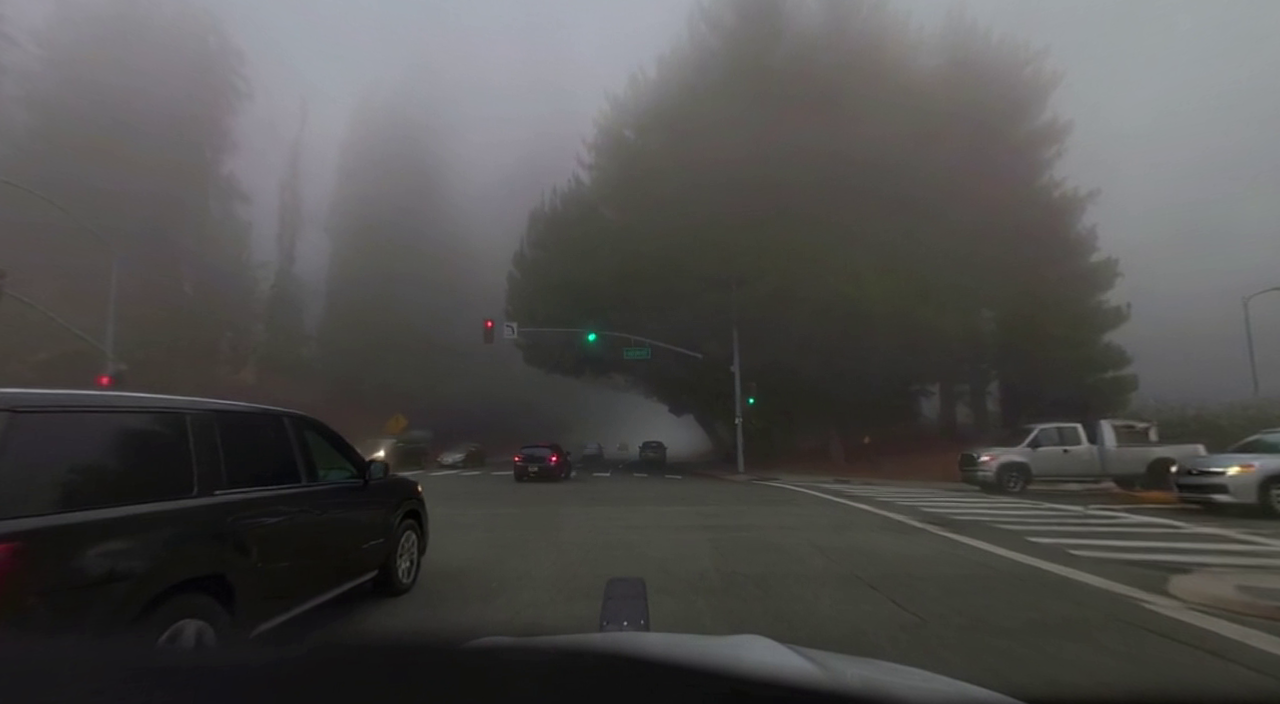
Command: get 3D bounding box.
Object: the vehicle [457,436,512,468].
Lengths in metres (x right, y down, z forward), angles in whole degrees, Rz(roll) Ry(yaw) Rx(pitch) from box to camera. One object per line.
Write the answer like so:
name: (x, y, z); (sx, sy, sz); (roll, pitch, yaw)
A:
vehicle: (-9.456, 6.148, 38.863); (2.064, 1.799, 5.191); (0, -8, 0)

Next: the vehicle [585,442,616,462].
vehicle: (-3.025, 7.761, 48.994); (2.013, 1.474, 4.393); (0, -8, 1)

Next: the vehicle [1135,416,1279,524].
vehicle: (11.710, 1.977, 10.871); (4.431, 1.663, 2.148); (0, -8, 1)

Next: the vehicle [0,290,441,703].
vehicle: (-3.082, 0.971, 3.805); (2.190, 1.766, 4.649); (0, -8, 0)

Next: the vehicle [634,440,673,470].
vehicle: (0.750, 6.146, 37.647); (2.163, 1.678, 3.846); (0, -8, 0)

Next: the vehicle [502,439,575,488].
vehicle: (-3.410, 3.797, 21.740); (1.960, 1.528, 3.490); (0, -8, -1)

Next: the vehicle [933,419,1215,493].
vehicle: (11.978, 2.911, 17.865); (5.990, 1.899, 2.683); (0, -8, 0)
